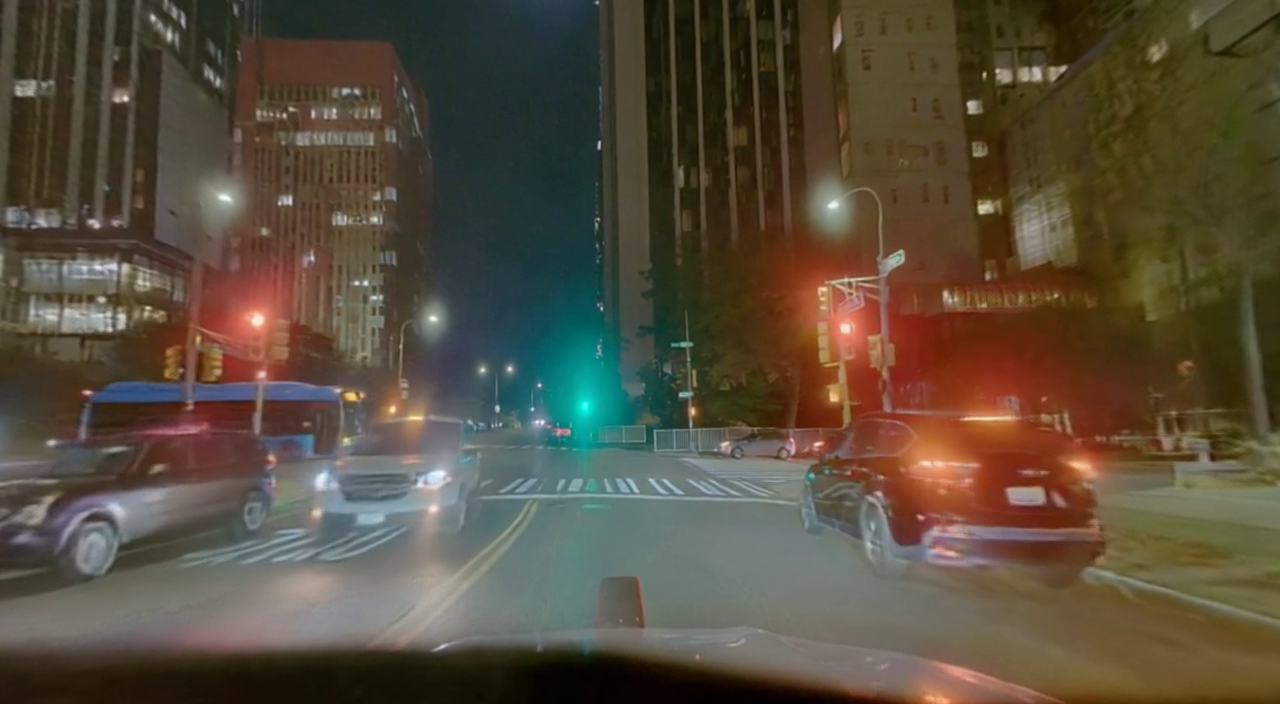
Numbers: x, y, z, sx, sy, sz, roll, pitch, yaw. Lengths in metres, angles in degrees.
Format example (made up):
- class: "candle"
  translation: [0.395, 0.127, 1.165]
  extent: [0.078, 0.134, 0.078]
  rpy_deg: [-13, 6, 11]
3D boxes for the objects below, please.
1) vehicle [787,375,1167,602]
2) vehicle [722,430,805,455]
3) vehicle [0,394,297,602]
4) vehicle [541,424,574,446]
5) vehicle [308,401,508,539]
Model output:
- class: "vehicle"
  translation: [3.437, 1.503, 7.834]
  extent: [2.052, 1.929, 4.747]
  rpy_deg: [0, -8, 0]
- class: "vehicle"
  translation: [7.103, 5.266, 36.737]
  extent: [4.451, 1.422, 1.744]
  rpy_deg: [0, -8, 0]
- class: "vehicle"
  translation: [-6.696, 1.675, 7.894]
  extent: [2.132, 1.801, 4.885]
  rpy_deg: [-3, -8, -1]
- class: "vehicle"
  translation: [-5.951, 6.066, 45.958]
  extent: [1.799, 1.468, 3.693]
  rpy_deg: [0, -8, 1]
- class: "vehicle"
  translation: [-3.610, 1.923, 10.955]
  extent: [2.148, 1.818, 4.791]
  rpy_deg: [1, -8, -7]
